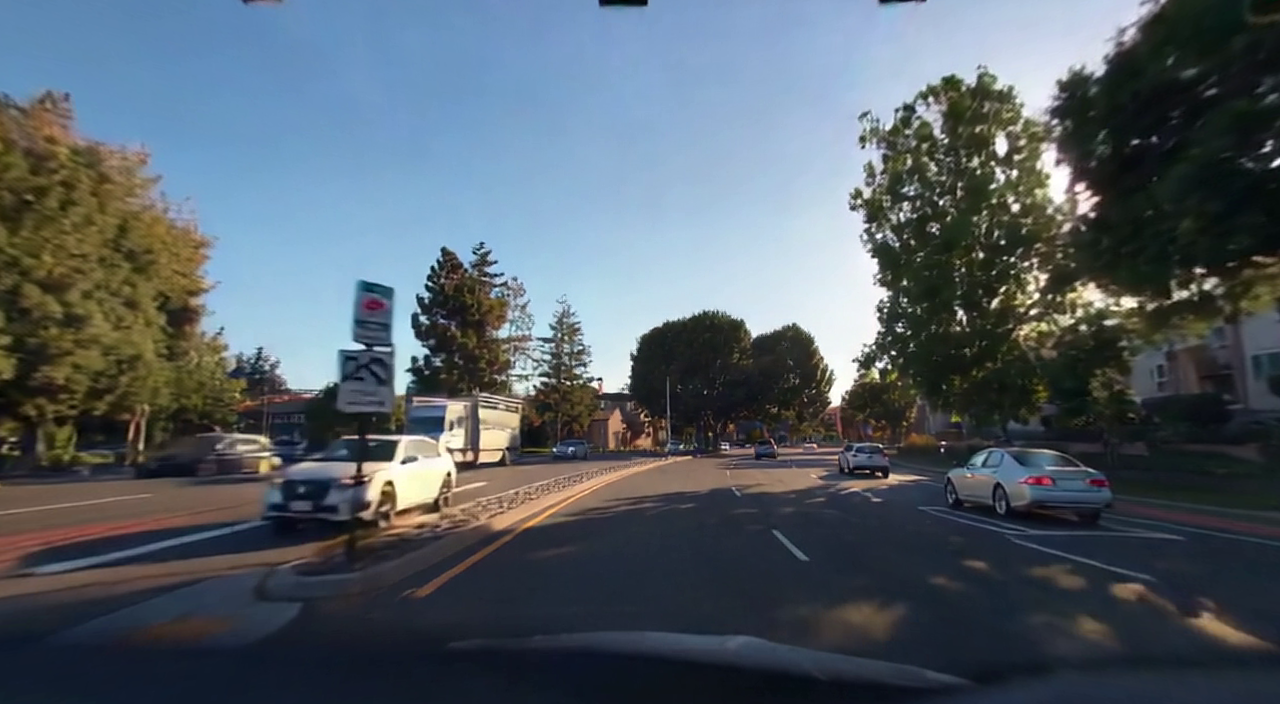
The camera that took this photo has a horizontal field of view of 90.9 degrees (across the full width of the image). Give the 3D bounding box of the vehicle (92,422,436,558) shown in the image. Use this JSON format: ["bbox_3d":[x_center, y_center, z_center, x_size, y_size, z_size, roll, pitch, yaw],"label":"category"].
[{"bbox_3d":[-4.936,1.811,9.306,2.036,1.476,4.557,-1,-7,4],"label":"vehicle"}]

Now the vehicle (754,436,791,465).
[{"bbox_3d":[8.206,6.091,39.298,1.991,1.684,4.127,-1,-8,9],"label":"vehicle"}]

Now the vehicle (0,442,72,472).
[{"bbox_3d":[-31.046,5.133,30.831,1.991,1.395,4.360,-5,-10,32],"label":"vehicle"}]

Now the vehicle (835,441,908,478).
[{"bbox_3d":[9.857,4.593,27.196,1.855,1.444,4.389,-1,-8,6],"label":"vehicle"}]

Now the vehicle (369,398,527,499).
[{"bbox_3d":[-4.724,2.525,16.735,2.334,2.214,5.724,0,-8,1],"label":"vehicle"}]

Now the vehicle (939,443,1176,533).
[{"bbox_3d":[7.675,2.480,12.235,1.783,1.386,4.433,0,-8,4],"label":"vehicle"}]

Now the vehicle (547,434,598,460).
[{"bbox_3d":[-4.437,6.315,42.040,2.126,1.637,4.509,-2,-8,11],"label":"vehicle"}]
